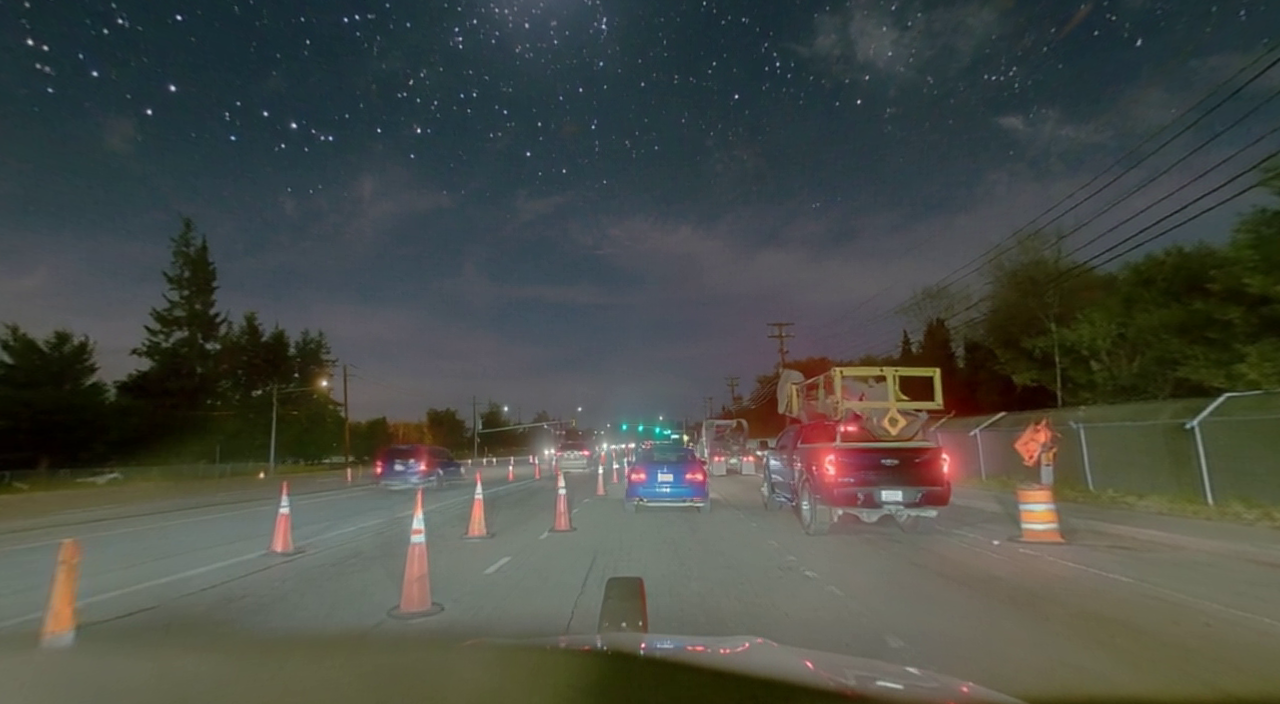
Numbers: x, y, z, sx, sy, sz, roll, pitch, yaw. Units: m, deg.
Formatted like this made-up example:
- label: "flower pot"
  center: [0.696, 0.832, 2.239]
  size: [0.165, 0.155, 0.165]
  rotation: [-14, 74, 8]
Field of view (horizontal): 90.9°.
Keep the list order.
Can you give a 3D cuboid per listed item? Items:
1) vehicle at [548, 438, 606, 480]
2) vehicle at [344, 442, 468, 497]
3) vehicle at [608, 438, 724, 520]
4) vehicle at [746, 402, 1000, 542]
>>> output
- label: "vehicle"
  center: [-2.719, 4.721, 28.037]
  size: [1.989, 1.729, 4.184]
  rotation: [0, -9, 2]
- label: "vehicle"
  center: [-7.138, 3.611, 19.903]
  size: [2.018, 1.490, 4.926]
  rotation: [0, -9, 0]
- label: "vehicle"
  center: [0.506, 2.658, 13.764]
  size: [2.128, 1.473, 4.272]
  rotation: [0, -9, 1]
- label: "vehicle"
  center: [3.906, 2.208, 12.312]
  size: [2.555, 2.017, 6.201]
  rotation: [0, -9, 0]
